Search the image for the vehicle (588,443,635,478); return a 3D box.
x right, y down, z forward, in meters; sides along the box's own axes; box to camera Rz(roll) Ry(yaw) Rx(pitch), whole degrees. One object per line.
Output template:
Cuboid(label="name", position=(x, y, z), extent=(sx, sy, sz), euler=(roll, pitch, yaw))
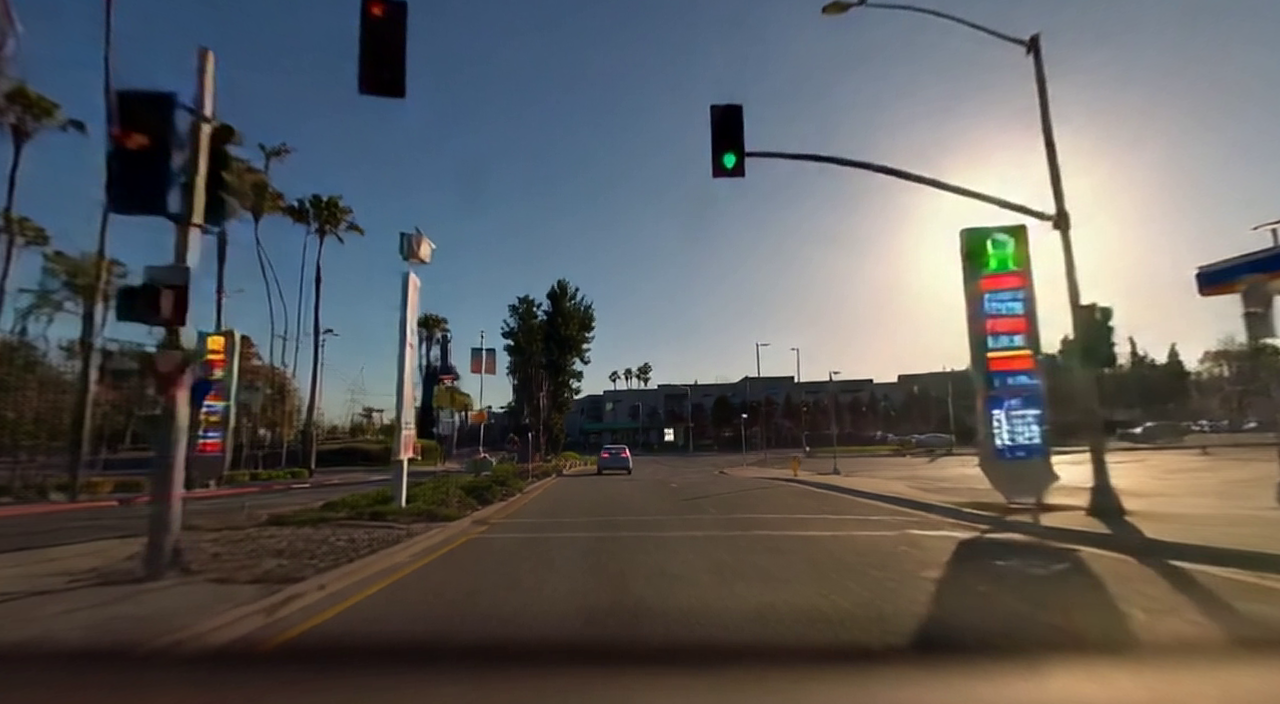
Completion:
Cuboid(label="vehicle", position=(-1.373, 5.172, 30.264), extent=(2.073, 1.525, 4.809), euler=(1, -9, -3))
